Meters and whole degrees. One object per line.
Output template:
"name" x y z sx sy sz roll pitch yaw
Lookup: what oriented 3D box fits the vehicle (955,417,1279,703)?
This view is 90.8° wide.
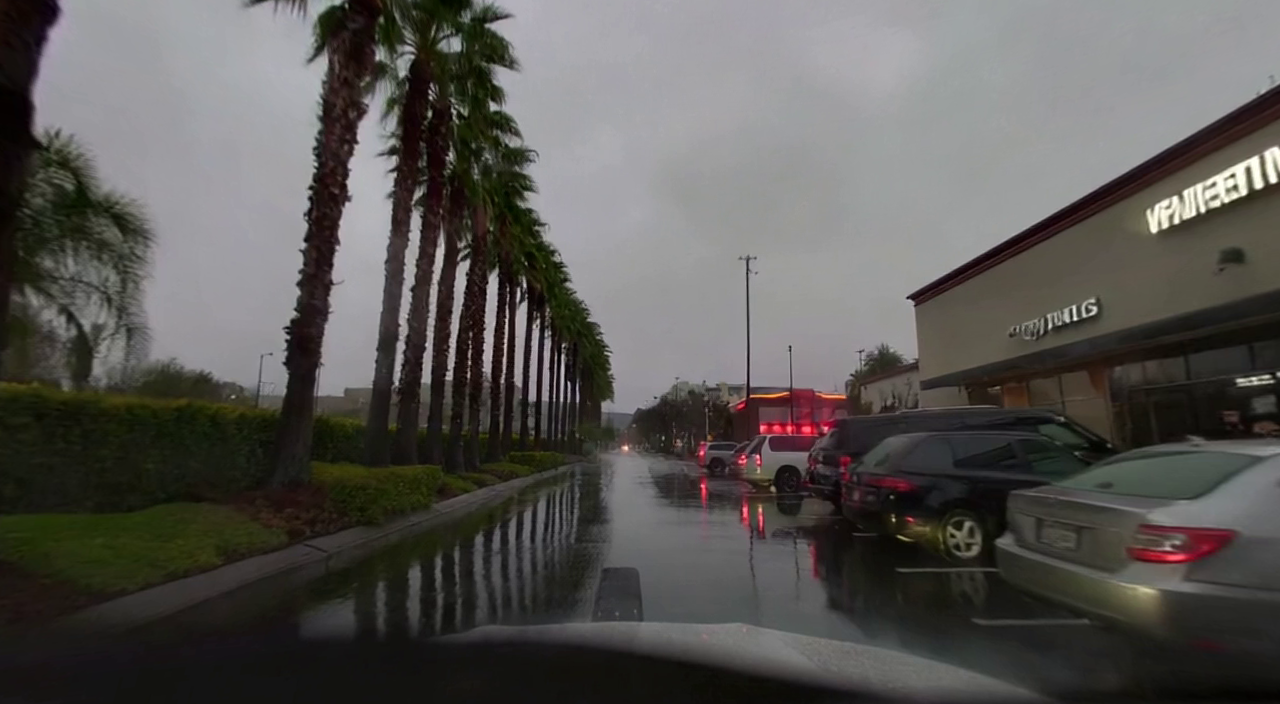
"vehicle" 4.760 1.151 3.706 4.756 1.417 2.021 1 -9 -4
